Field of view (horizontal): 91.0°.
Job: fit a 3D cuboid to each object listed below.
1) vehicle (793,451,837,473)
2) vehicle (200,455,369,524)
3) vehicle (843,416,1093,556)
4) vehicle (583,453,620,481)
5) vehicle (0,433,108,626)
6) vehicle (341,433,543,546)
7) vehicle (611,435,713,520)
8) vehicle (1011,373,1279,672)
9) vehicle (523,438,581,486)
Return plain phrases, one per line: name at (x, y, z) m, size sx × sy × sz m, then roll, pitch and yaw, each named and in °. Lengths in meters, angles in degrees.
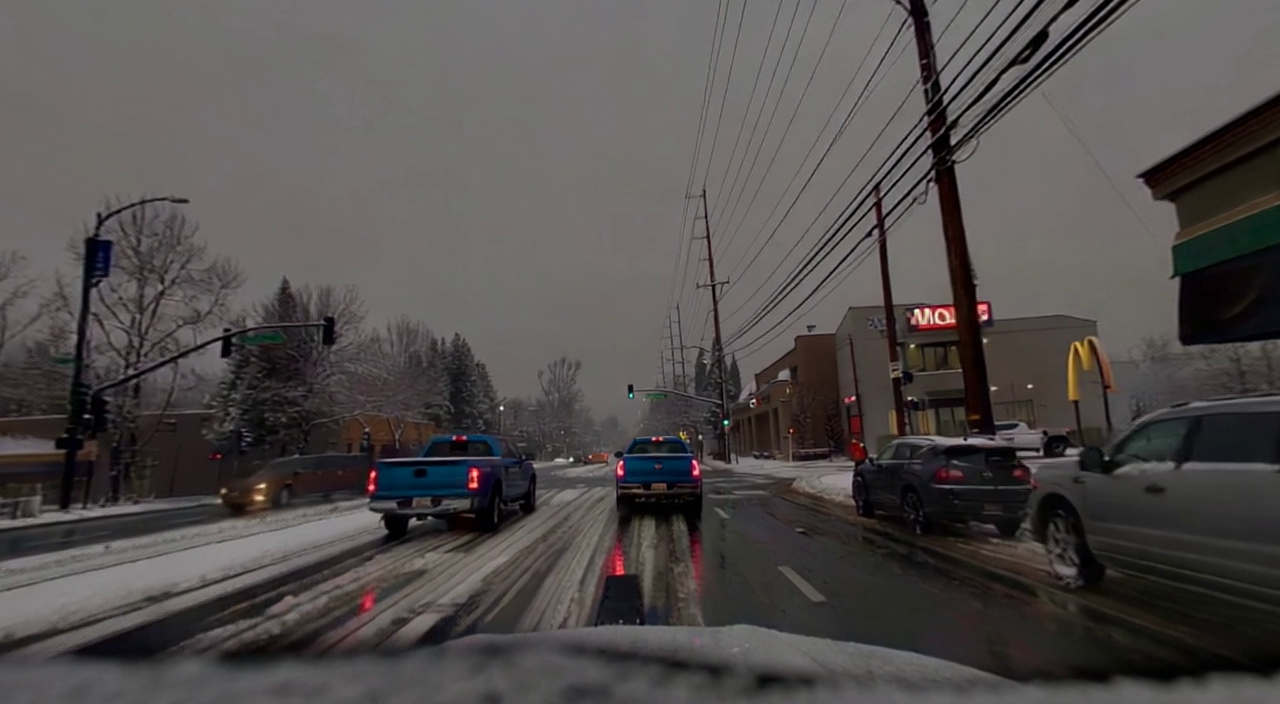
vehicle at (13.435, 8.495, 48.646) m, size 2.075 × 1.556 × 4.585 m, roll 0°, pitch -9°, yaw 0°
vehicle at (-9.392, 3.629, 17.185) m, size 1.918 × 1.522 × 4.486 m, roll 0°, pitch -8°, yaw 1°
vehicle at (5.098, 2.122, 10.727) m, size 1.974 × 1.823 × 4.576 m, roll 0°, pitch -9°, yaw 3°
vehicle at (-2.681, 8.187, 45.020) m, size 2.140 × 1.768 × 5.092 m, roll 0°, pitch -9°, yaw 2°
vehicle at (-6.219, 1.251, 3.850) m, size 1.994 × 1.551 × 4.414 m, roll 0°, pitch -8°, yaw 1°
vehicle at (-3.144, 2.280, 11.210) m, size 1.995 × 1.554 × 4.618 m, roll 0°, pitch -8°, yaw 1°
vehicle at (0.710, 2.928, 15.345) m, size 2.089 × 1.699 × 4.650 m, roll -1°, pitch -9°, yaw 7°
vehicle at (4.877, 1.074, 4.064) m, size 2.007 × 1.786 × 4.870 m, roll 0°, pitch -8°, yaw 1°
vehicle at (-5.810, 7.358, 42.699) m, size 2.619 × 2.948 × 7.193 m, roll 0°, pitch -9°, yaw 2°
